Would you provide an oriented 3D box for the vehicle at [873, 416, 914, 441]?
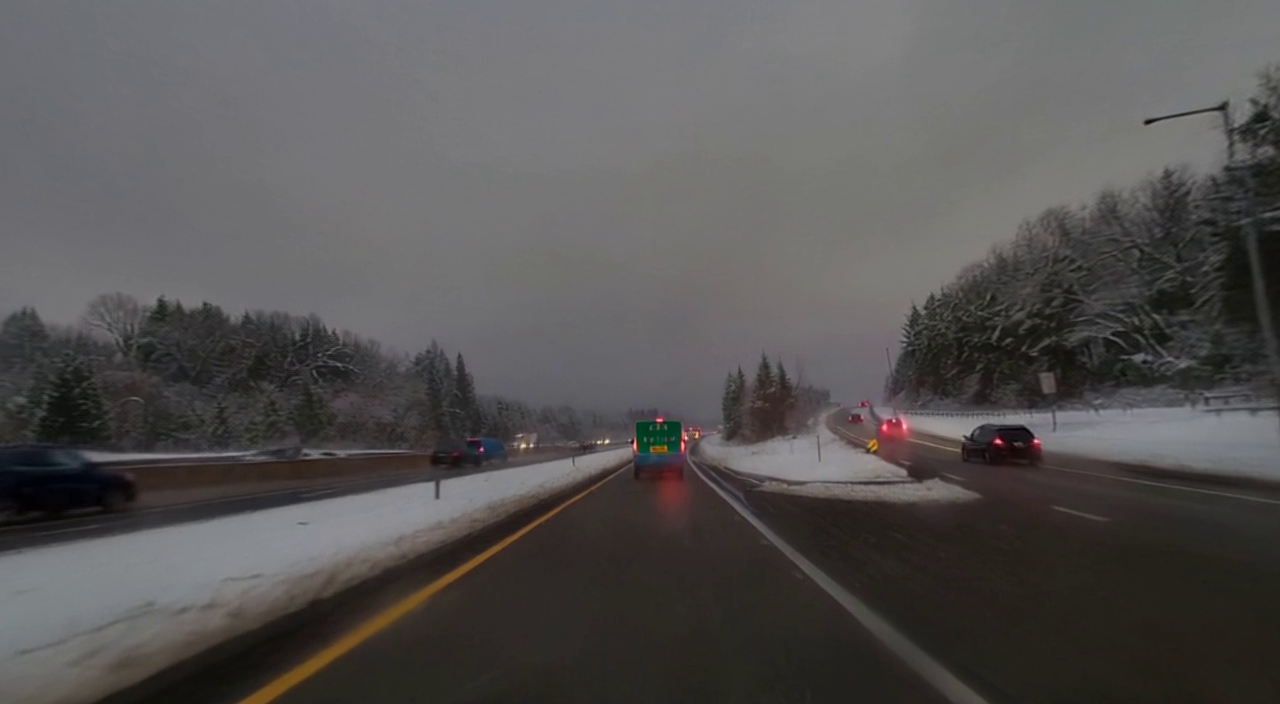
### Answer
[{"bbox_3d":[19.718,6.034,49.219,2.167,1.798,4.838,-2,-8,13],"label":"vehicle"}]

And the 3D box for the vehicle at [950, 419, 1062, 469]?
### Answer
[{"bbox_3d":[13.475,3.443,23.620,2.098,1.654,4.637,-2,-8,10],"label":"vehicle"}]

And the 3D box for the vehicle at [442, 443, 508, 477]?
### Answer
[{"bbox_3d":[-8.231,5.411,31.910,1.896,1.543,4.429,-1,-8,4],"label":"vehicle"}]

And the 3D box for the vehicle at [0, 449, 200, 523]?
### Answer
[{"bbox_3d":[-13.437,3.119,15.358,1.918,1.451,4.668,-1,-8,2],"label":"vehicle"}]

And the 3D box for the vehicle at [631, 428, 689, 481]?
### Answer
[{"bbox_3d":[0.756,3.965,24.629,2.043,1.821,4.558,0,-8,1],"label":"vehicle"}]
